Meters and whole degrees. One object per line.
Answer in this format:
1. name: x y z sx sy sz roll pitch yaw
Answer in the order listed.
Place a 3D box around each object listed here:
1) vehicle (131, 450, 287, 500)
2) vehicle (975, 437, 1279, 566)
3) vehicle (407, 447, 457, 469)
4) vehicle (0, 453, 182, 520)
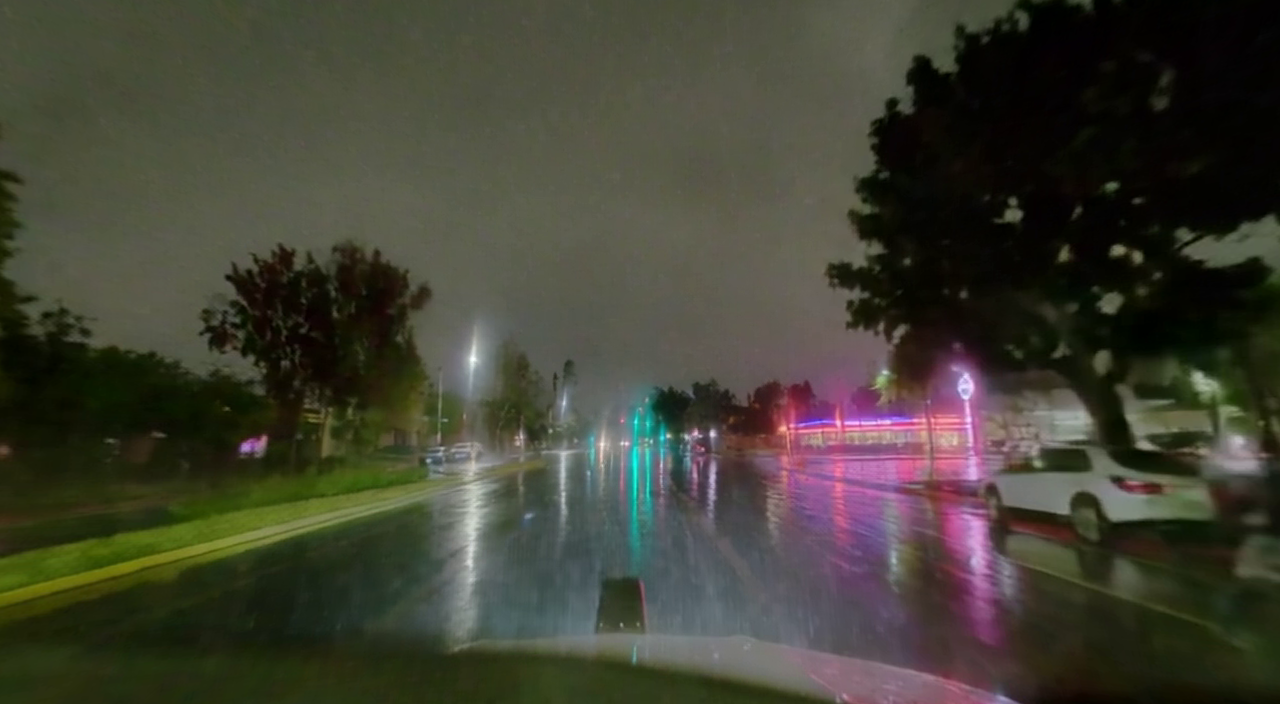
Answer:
1. vehicle: -14.820 4.214 22.162 2.124 1.501 4.807 0 -9 -1
2. vehicle: 7.252 2.055 9.532 1.954 1.460 4.388 0 -9 0
3. vehicle: -15.147 7.708 46.267 2.106 1.479 4.541 0 -9 1
4. vehicle: -14.800 3.463 16.770 1.836 1.473 4.413 -1 -9 2
